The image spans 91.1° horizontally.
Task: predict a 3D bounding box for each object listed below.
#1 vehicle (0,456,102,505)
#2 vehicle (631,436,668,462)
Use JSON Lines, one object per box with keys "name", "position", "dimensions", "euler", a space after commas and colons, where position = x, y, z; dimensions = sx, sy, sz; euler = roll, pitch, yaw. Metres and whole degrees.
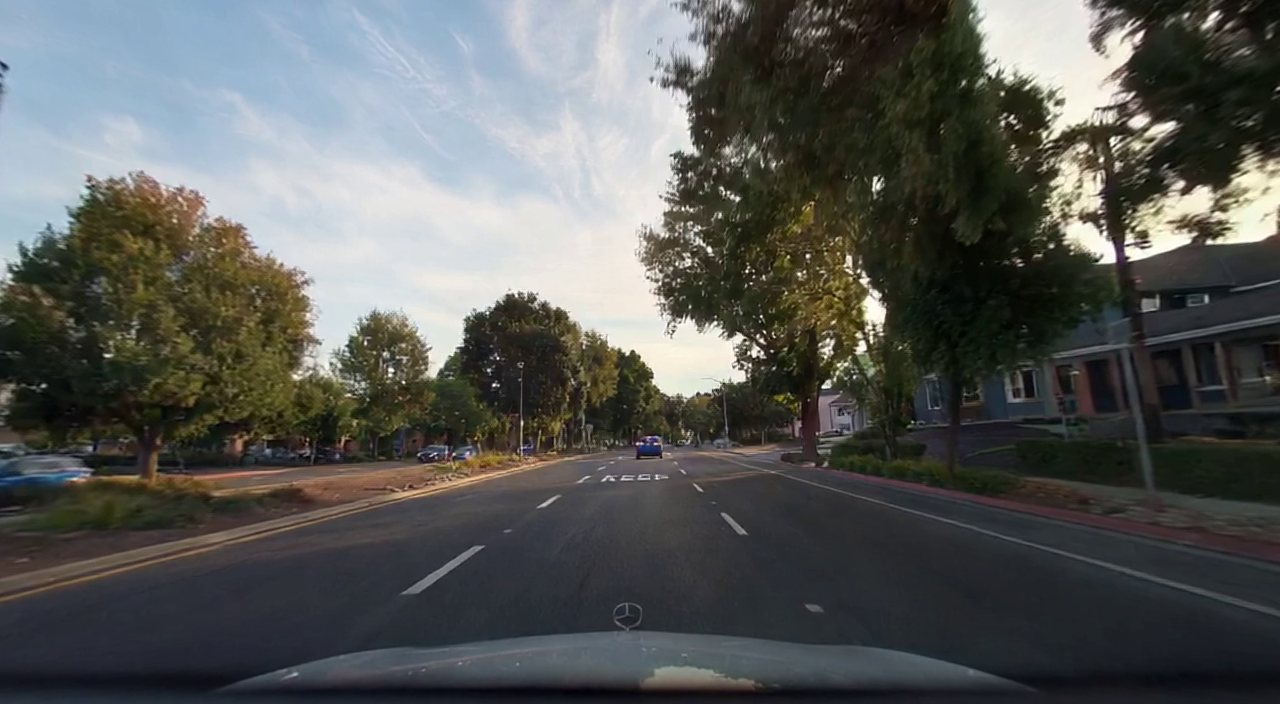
{"name": "vehicle", "position": [-20.970, 4.251, 20.943], "dimensions": [1.872, 1.459, 4.628], "euler": [0, -8, 0]}
{"name": "vehicle", "position": [0.620, 5.907, 38.461], "dimensions": [2.144, 1.505, 4.128], "euler": [0, -8, 1]}
